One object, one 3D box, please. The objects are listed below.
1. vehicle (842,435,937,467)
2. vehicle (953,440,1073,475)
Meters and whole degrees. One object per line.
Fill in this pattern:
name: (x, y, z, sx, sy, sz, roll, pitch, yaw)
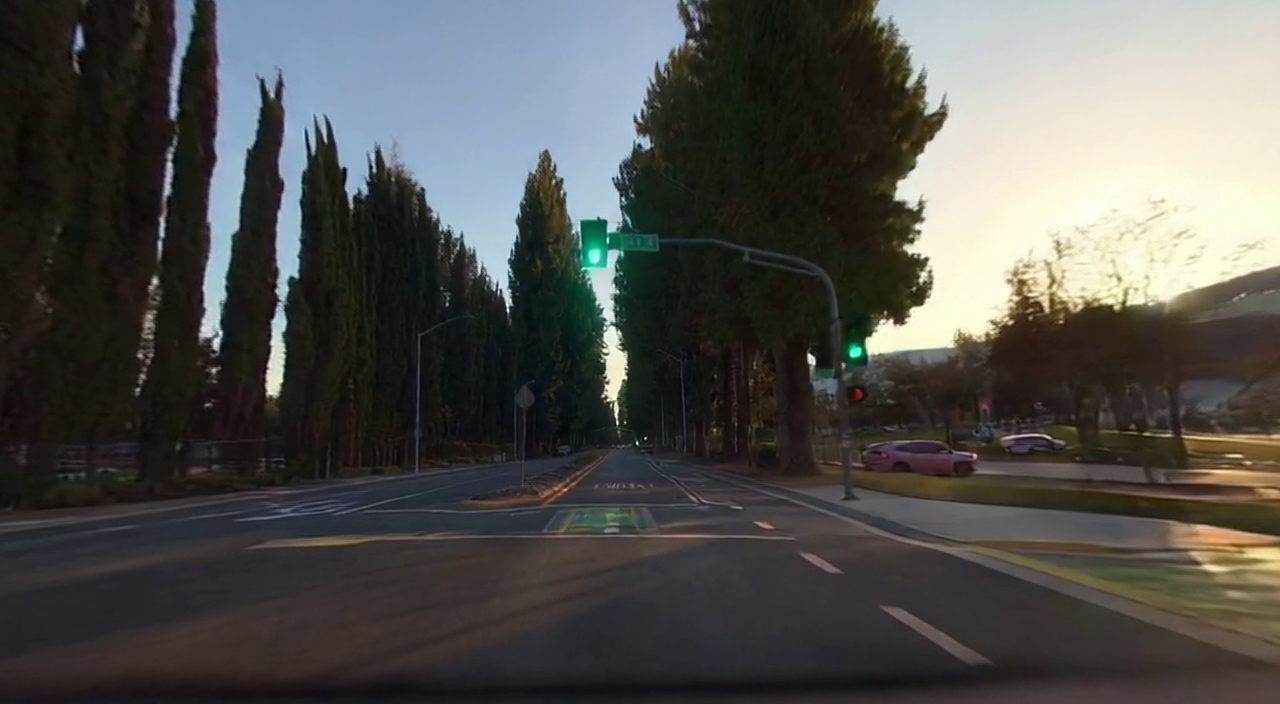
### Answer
vehicle: (14.506, 5.806, 36.951, 4.725, 1.716, 2.003, 0, -11, 5)
vehicle: (15.573, 4.412, 26.526, 3.914, 1.415, 1.626, 0, -9, 3)
